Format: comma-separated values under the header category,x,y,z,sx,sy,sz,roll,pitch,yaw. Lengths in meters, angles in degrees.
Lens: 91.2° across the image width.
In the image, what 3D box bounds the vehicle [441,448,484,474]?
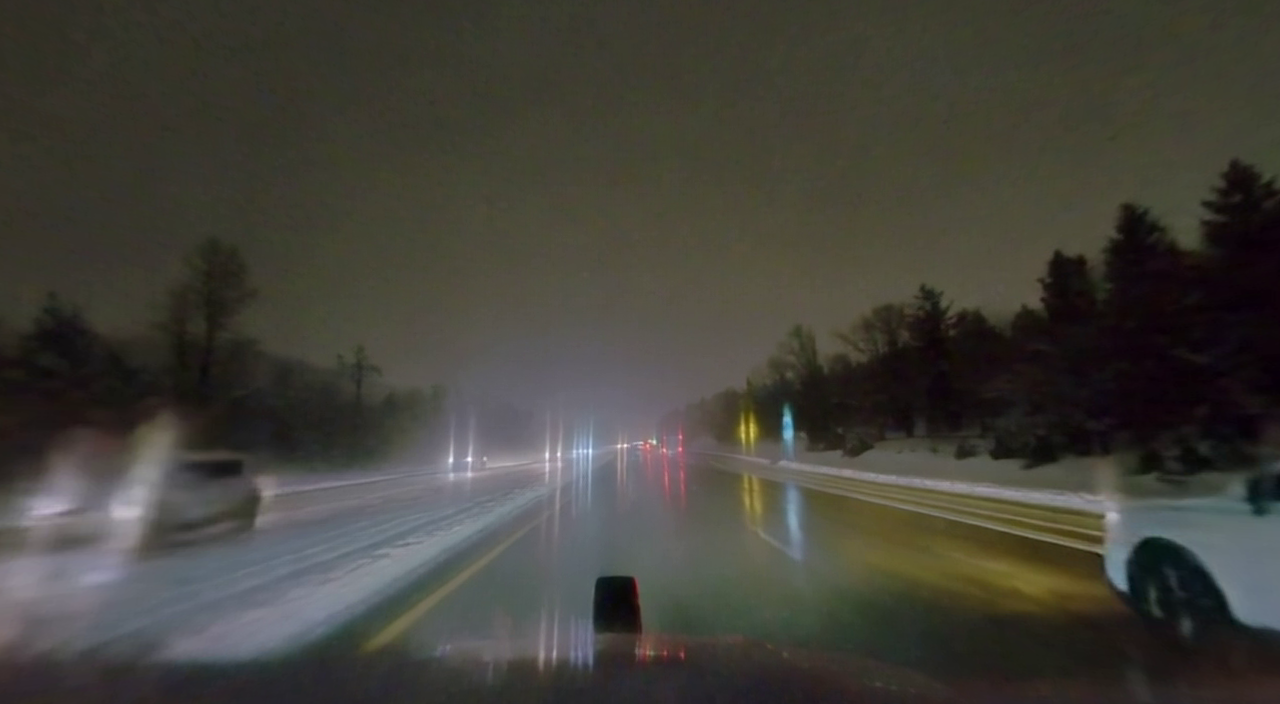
category,x,y,z,sx,sy,sz,roll,pitch,yaw
vehicle,-13.587,8.362,48.267,2.110,1.813,4.799,0,-9,-3

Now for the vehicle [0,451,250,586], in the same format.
category,x,y,z,sx,sy,sz,roll,pitch,yaw
vehicle,-8.456,2.344,9.709,1.932,1.559,4.173,-1,-9,4

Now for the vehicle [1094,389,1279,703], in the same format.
category,x,y,z,sx,sy,sz,roll,pitch,yaw
vehicle,4.158,0.811,2.108,2.001,1.555,4.098,0,-9,-3
